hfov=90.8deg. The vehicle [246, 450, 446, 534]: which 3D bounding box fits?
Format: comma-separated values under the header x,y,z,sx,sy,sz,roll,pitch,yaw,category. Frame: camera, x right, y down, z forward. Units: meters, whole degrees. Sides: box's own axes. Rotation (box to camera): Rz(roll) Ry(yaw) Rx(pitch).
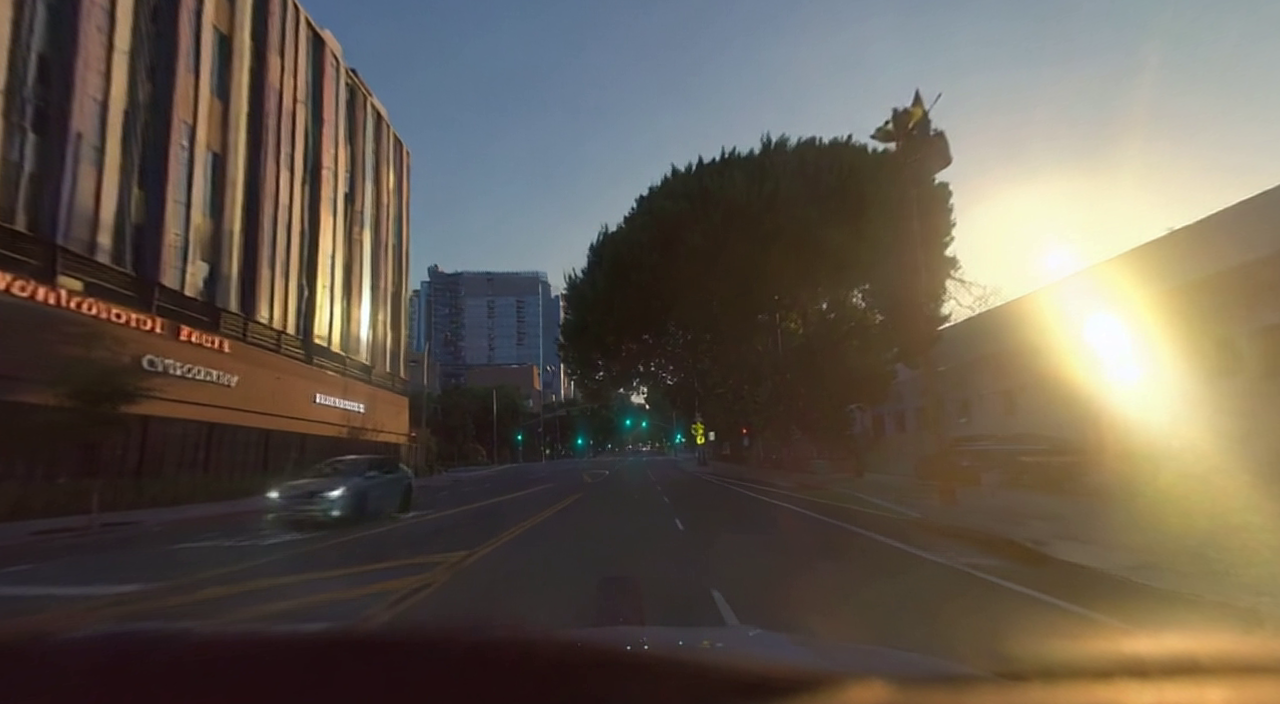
x,y,z,sx,sy,sz,roll,pitch,yaw,category
-6.307,3.020,14.376,2.037,1.563,4.754,-1,-9,4,vehicle
